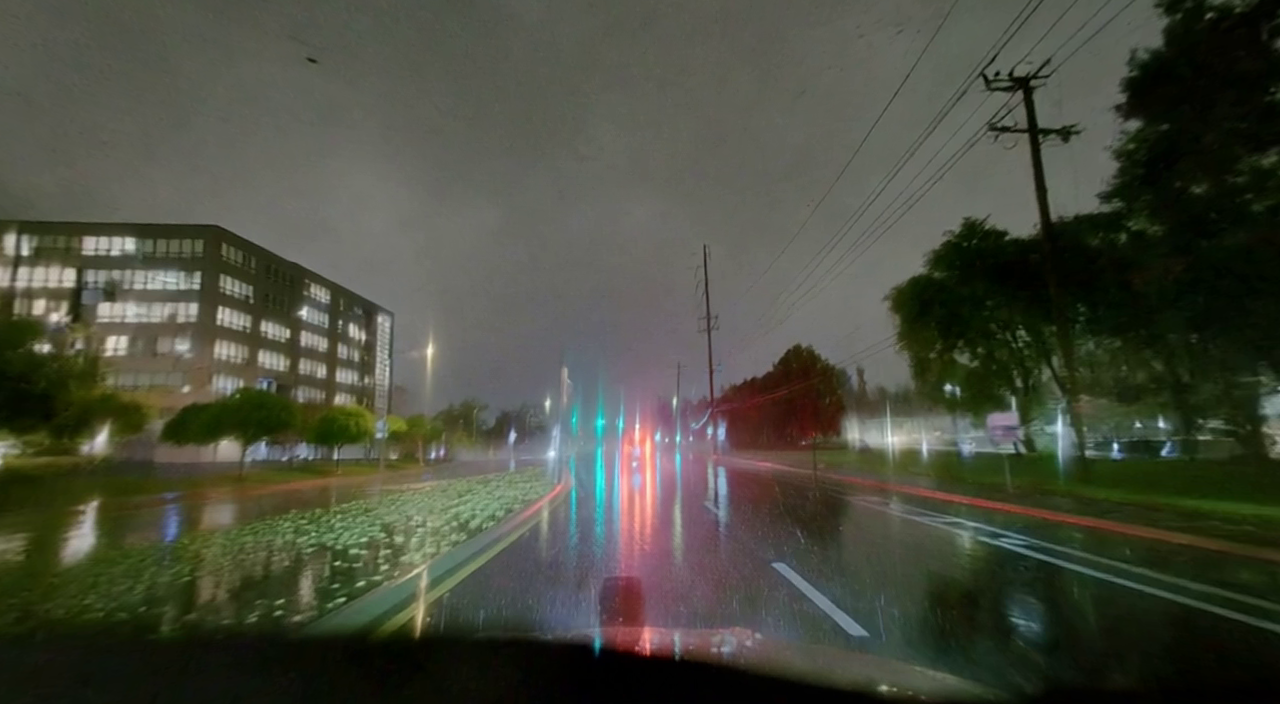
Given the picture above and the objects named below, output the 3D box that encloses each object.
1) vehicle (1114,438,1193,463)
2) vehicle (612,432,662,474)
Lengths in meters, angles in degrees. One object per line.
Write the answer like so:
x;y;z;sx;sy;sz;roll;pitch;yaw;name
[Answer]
31.087;5.990;38.399;1.610;1.397;3.842;0;-9;2;vehicle
-0.144;4.700;29.432;2.189;1.776;4.342;0;-9;0;vehicle
